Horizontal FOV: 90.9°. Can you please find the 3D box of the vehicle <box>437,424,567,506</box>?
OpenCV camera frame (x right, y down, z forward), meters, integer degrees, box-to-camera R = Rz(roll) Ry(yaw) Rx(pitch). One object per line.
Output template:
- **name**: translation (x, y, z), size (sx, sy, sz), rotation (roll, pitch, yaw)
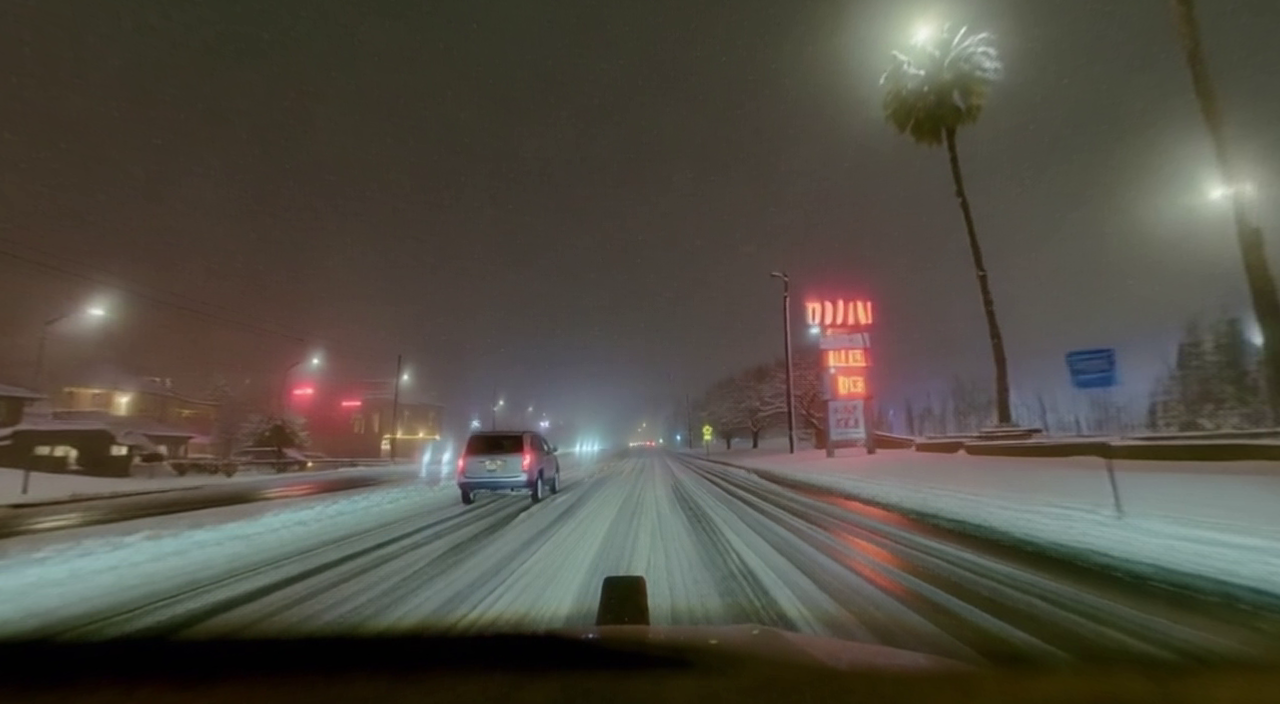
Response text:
- **vehicle**: translation (-3.172, 2.705, 15.580), size (2.062, 1.693, 4.669), rotation (0, -8, 1)
